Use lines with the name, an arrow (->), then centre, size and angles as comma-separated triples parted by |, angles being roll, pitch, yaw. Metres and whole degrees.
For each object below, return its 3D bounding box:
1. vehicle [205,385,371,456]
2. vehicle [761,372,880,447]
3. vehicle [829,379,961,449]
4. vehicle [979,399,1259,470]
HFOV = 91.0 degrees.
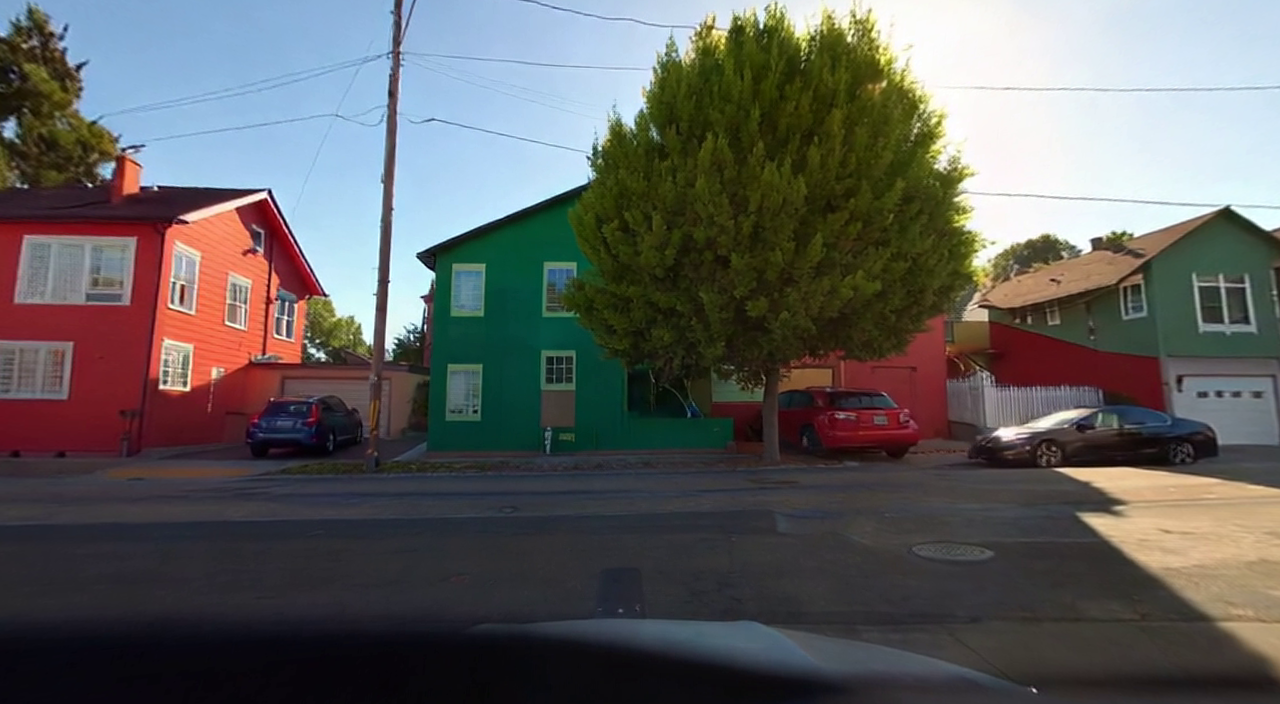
vehicle -> -9.826, 2.056, 18.154 | 2.091, 1.760, 4.760 | 0, -8, -1
vehicle -> 5.002, 1.753, 18.180 | 2.081, 1.891, 4.367 | 0, -8, -1
vehicle -> 7.186, 1.895, 18.278 | 2.053, 1.756, 4.034 | 0, -9, -1
vehicle -> 10.576, 1.874, 14.233 | 4.644, 1.482, 1.997 | 0, -8, 1
